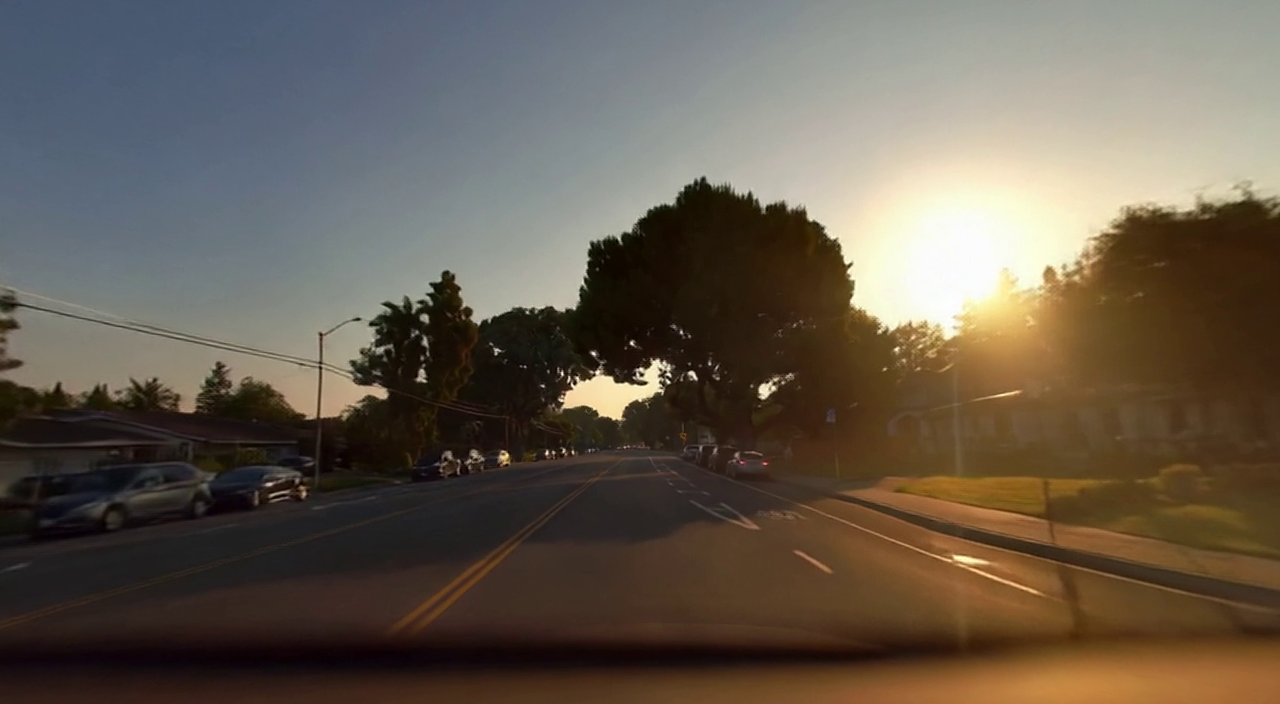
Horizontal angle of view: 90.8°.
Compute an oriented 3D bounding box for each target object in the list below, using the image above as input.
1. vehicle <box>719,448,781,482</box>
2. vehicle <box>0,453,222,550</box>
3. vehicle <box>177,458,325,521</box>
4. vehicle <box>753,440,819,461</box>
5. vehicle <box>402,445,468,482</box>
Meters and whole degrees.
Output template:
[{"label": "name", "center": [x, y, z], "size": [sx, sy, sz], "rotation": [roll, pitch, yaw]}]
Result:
[{"label": "vehicle", "center": [5.009, 5.190, 29.419], "size": [1.923, 1.454, 4.460], "rotation": [0, -9, -2]}, {"label": "vehicle", "center": [-12.638, 3.472, 15.383], "size": [1.988, 1.741, 4.379], "rotation": [-7, -8, -2]}, {"label": "vehicle", "center": [-12.180, 4.287, 20.211], "size": [1.872, 1.472, 4.719], "rotation": [-6, -9, -1]}, {"label": "vehicle", "center": [11.165, 7.584, 48.642], "size": [4.622, 1.595, 2.105], "rotation": [-1, -9, 3]}, {"label": "vehicle", "center": [-12.201, 6.708, 38.043], "size": [2.156, 1.935, 5.464], "rotation": [-3, -10, 0]}]
